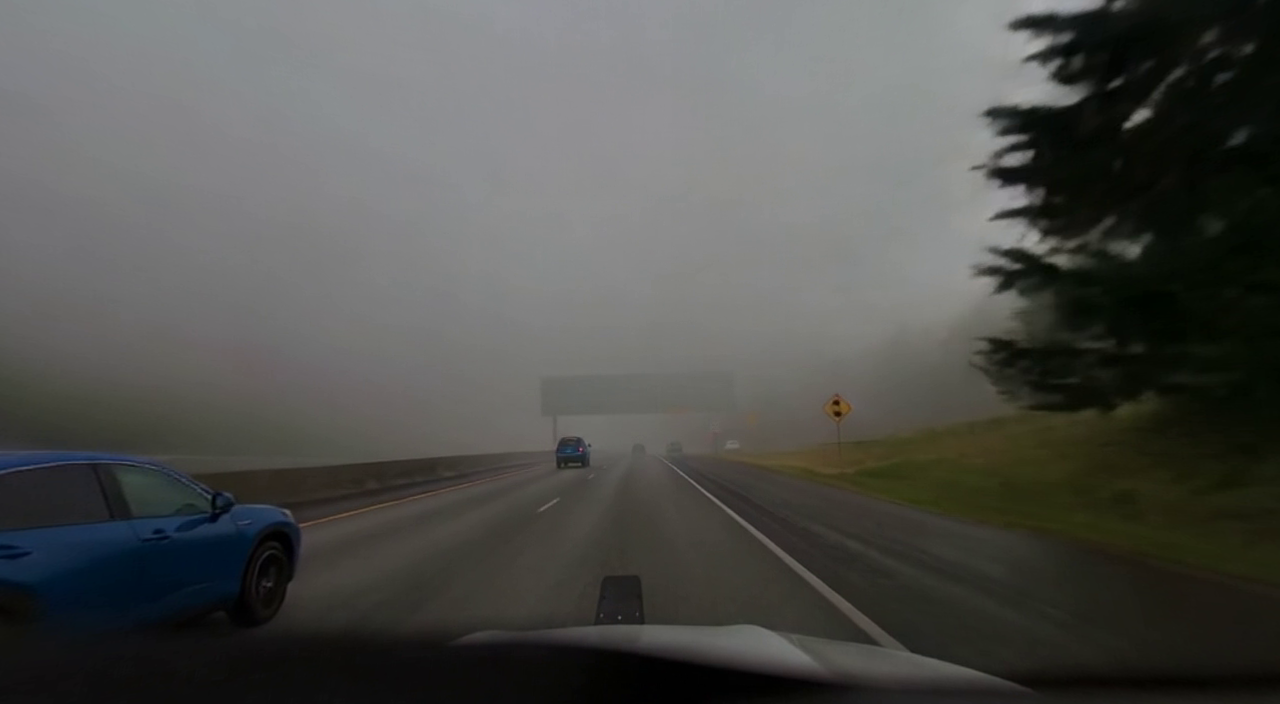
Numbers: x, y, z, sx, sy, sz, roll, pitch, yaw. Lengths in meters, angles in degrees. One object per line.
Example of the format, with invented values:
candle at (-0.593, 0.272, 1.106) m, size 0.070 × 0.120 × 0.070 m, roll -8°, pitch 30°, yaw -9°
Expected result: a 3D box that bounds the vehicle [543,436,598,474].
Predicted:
vehicle at (-3.285, 4.953, 30.443) m, size 2.125 × 1.662 × 4.336 m, roll -1°, pitch -8°, yaw 1°
